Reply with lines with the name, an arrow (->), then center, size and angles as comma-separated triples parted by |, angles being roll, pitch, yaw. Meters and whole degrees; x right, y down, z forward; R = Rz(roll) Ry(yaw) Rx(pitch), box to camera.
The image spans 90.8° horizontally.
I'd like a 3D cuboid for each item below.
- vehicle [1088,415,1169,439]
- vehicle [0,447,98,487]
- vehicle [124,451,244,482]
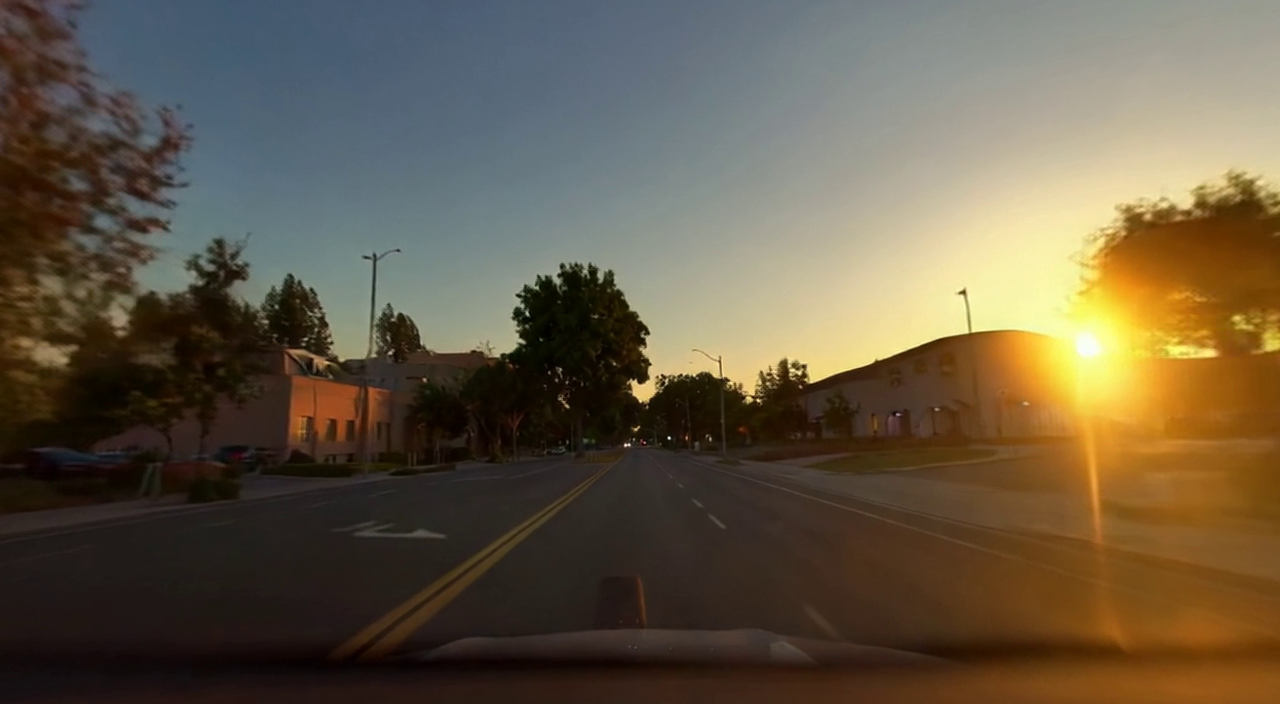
vehicle -> 32.503, 5.039, 42.094 | 3.904, 1.508, 1.724 | 0, -9, 1
vehicle -> -28.397, 5.293, 29.277 | 4.626, 1.753, 2.054 | 0, -9, 1
vehicle -> -23.265, 5.857, 32.358 | 4.686, 1.495, 1.879 | 0, -9, 1
